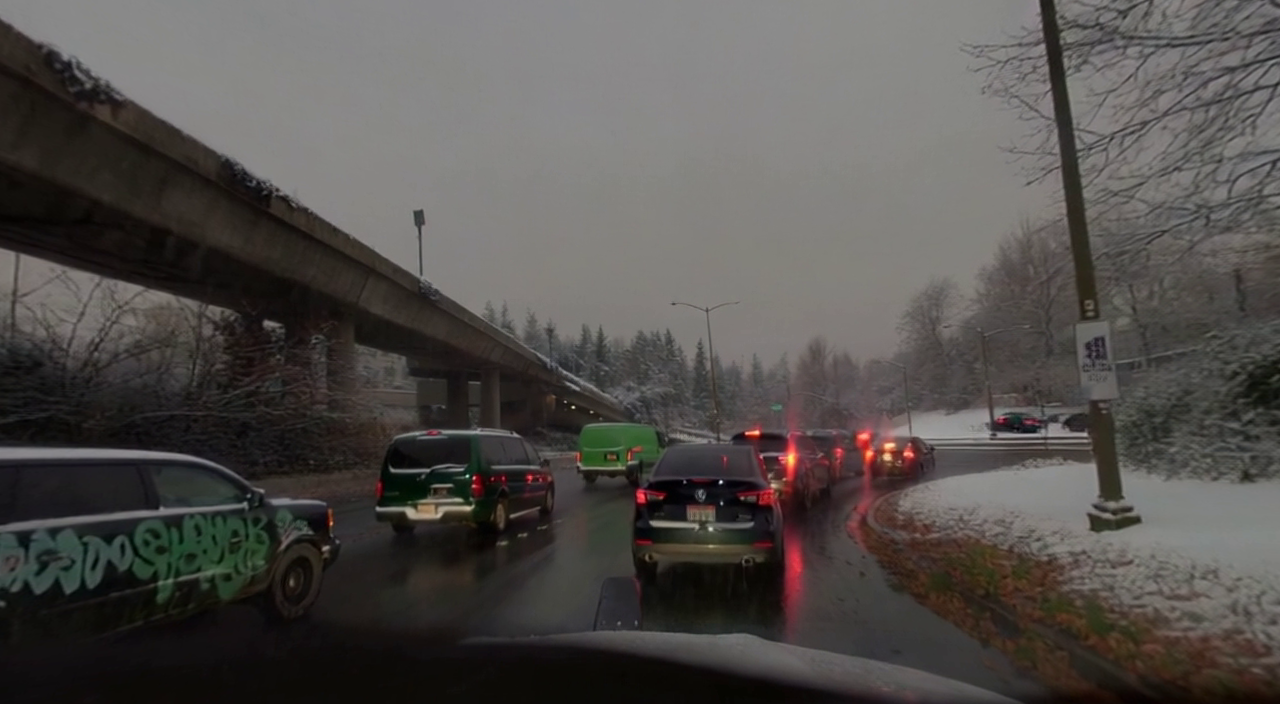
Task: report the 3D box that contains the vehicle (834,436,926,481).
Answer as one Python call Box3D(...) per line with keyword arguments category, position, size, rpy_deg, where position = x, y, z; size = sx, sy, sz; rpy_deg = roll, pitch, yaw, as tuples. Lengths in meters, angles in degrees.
Box3D(category="vehicle", position=(8.763, 3.825, 22.707), size=(1.780, 1.446, 3.902), rpy_deg=(-8, -12, 41))

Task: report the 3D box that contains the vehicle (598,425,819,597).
Box3D(category="vehicle", position=(1.088, 1.749, 7.730), size=(2.064, 1.515, 3.722), rpy_deg=(-3, -9, 16))

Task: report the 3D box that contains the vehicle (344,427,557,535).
Box3D(category="vehicle", position=(-3.123, 2.224, 11.372), size=(1.921, 1.554, 4.081), rpy_deg=(-2, -9, 12))

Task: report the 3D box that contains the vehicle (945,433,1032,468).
Box3D(category="vehicle", position=(15.857, 4.449, 28.448), size=(3.934, 1.485, 1.763), rpy_deg=(6, -11, -34))
